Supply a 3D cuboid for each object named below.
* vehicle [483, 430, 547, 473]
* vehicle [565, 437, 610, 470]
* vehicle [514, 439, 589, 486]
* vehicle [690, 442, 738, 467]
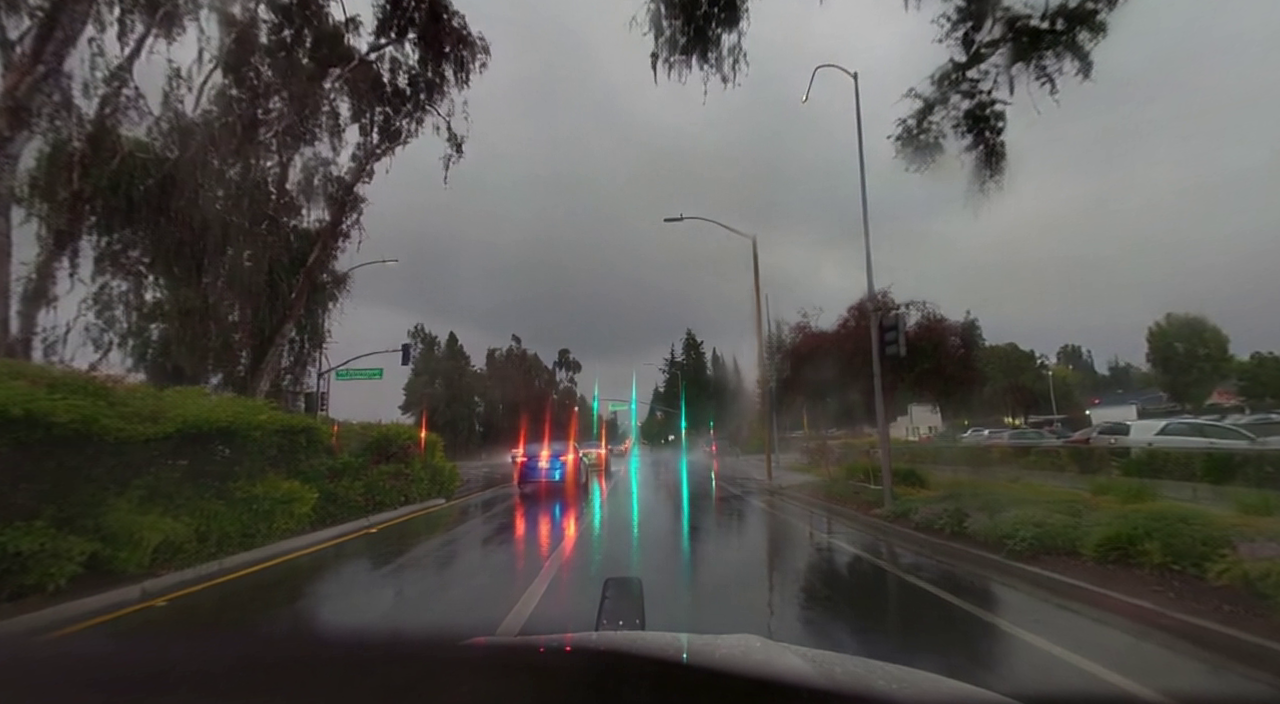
[{"bbox_3d":[-6.268,5.073,32.348,2.390,2.020,5.085,0,-9,-2],"label":"vehicle"},{"bbox_3d":[-2.789,5.546,34.667,2.055,1.679,4.155,0,-9,1],"label":"vehicle"},{"bbox_3d":[-2.974,3.834,22.145,1.979,1.492,3.930,0,-9,1],"label":"vehicle"},{"bbox_3d":[4.507,6.136,38.055,1.945,1.410,4.284,-3,-9,19],"label":"vehicle"}]
